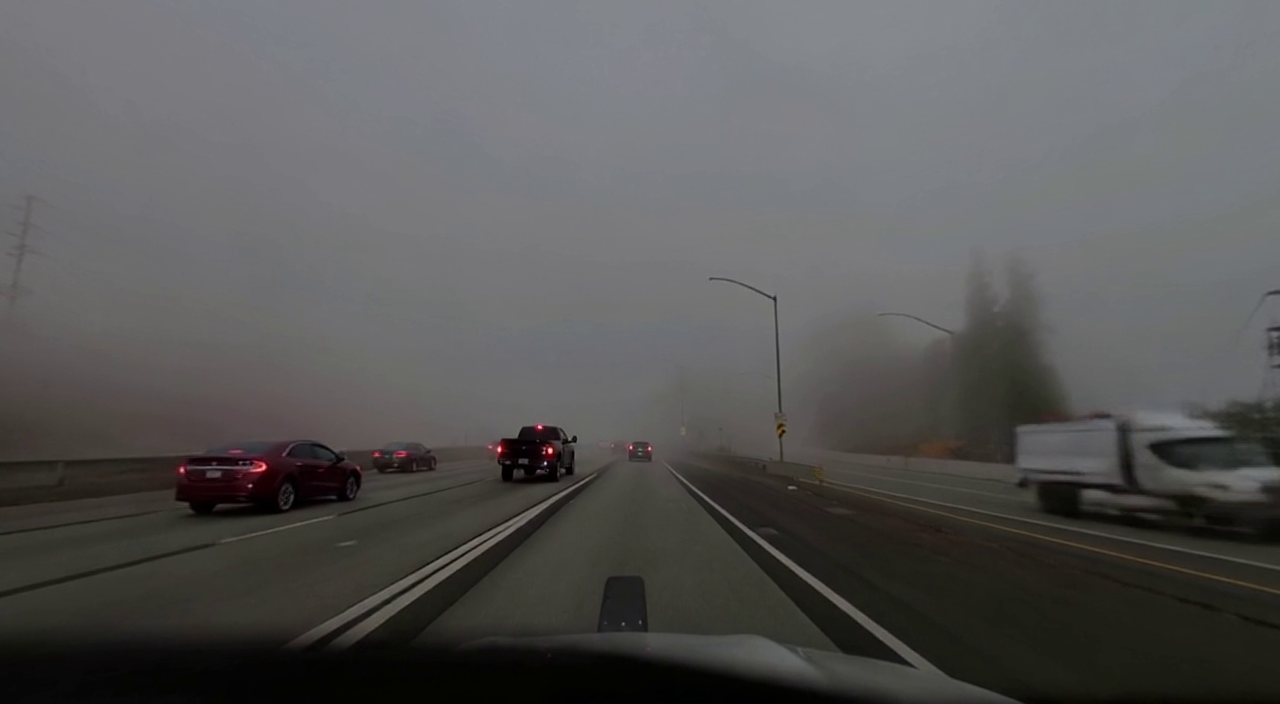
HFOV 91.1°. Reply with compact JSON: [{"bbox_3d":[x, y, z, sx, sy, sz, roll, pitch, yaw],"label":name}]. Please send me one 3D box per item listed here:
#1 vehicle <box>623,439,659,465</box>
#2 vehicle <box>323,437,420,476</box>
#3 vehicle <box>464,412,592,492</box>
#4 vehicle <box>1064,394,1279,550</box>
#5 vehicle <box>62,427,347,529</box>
[{"bbox_3d":[0.114,5.889,37.270,2.013,1.444,4.447,0,-8,2],"label":"vehicle"},{"bbox_3d":[-10.957,4.284,26.060,1.884,1.453,4.579,0,-8,2],"label":"vehicle"},{"bbox_3d":[-3.222,3.130,19.980,2.815,2.092,6.526,0,-8,0],"label":"vehicle"},{"bbox_3d":[10.978,2.133,11.582,2.244,2.374,5.762,0,-8,0],"label":"vehicle"},{"bbox_3d":[-7.463,2.183,11.499,1.964,1.481,4.425,0,-8,1],"label":"vehicle"}]
